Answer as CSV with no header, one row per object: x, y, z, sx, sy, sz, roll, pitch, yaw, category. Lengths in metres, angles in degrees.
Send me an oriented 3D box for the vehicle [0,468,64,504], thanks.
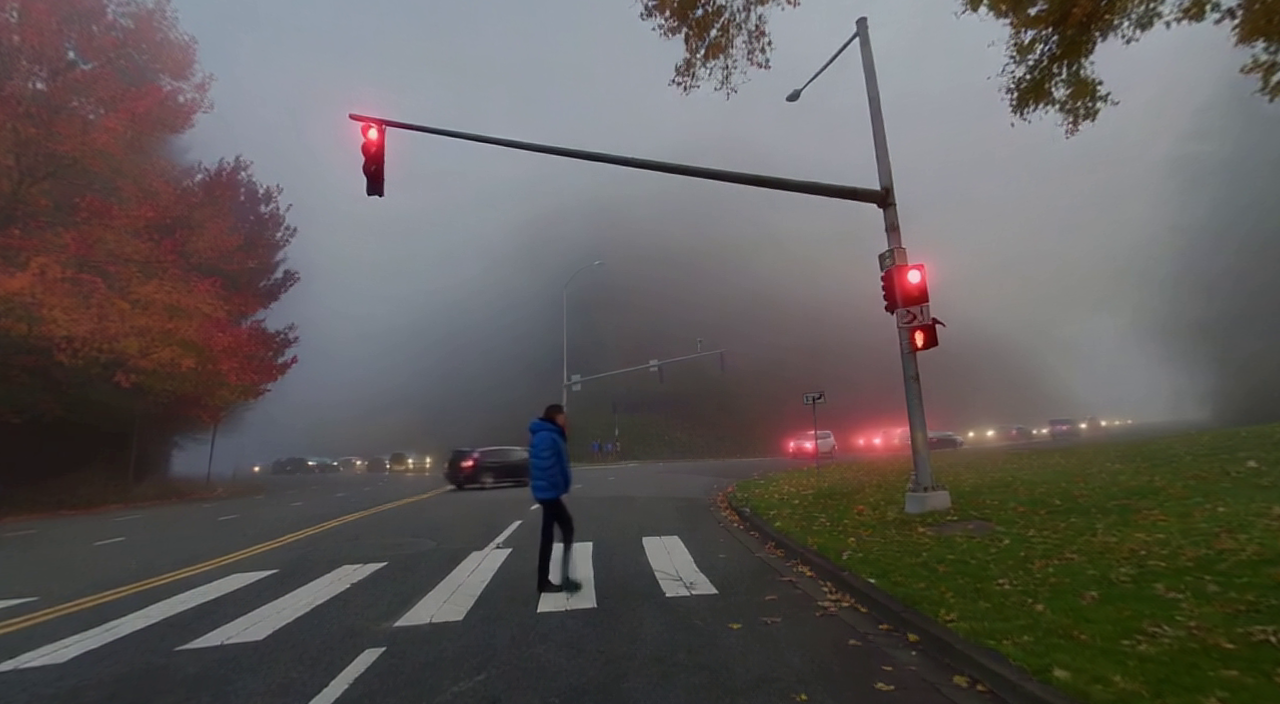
-30.340,6.444,30.321,1.800,1.520,3.968,2,-9,-14,vehicle

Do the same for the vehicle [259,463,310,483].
-28.141,9.570,49.746,1.776,1.452,3.920,0,-9,0,vehicle

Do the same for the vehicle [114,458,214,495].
-27.859,7.260,36.943,2.064,1.913,5.081,0,-9,-4,vehicle

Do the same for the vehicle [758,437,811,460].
11.461,7.584,49.363,1.979,1.659,4.907,-8,-11,39,vehicle

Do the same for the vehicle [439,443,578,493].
-4.602,4.087,22.581,1.915,1.586,4.734,-7,-11,38,vehicle

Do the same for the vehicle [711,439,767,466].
6.969,7.024,43.947,1.867,1.743,4.259,-8,-11,39,vehicle

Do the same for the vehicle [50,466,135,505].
-25.441,6.157,29.278,1.694,1.528,4.225,3,-9,-24,vehicle

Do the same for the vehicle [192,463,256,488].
-28.564,8.474,43.174,1.768,1.465,3.972,0,-9,-1,vehicle
